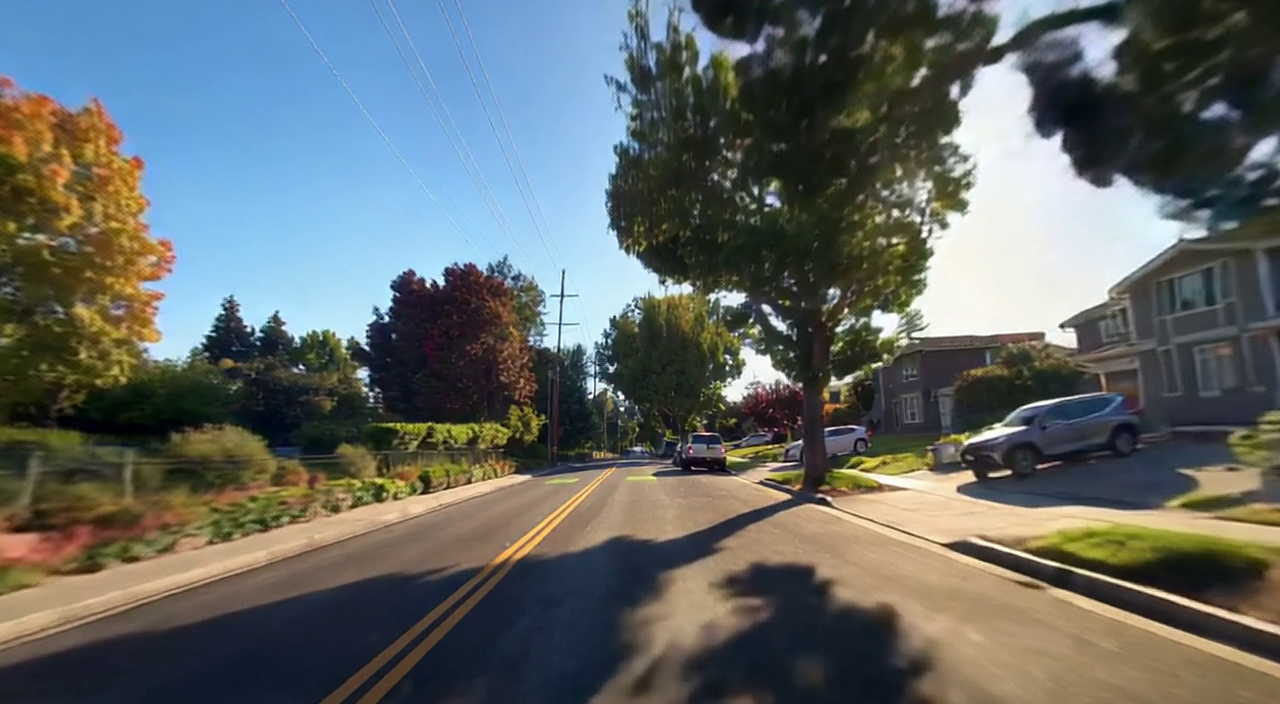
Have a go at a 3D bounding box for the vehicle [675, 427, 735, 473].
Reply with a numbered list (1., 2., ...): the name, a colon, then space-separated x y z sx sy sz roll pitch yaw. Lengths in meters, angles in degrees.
1. vehicle: 3.065 4.839 31.272 2.347 2.070 5.735 0 -9 0

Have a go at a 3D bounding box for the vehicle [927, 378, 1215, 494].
1. vehicle: 9.401 1.854 14.049 4.922 1.846 1.941 -6 -8 -5

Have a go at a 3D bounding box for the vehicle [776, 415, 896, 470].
1. vehicle: 8.522 3.981 27.830 4.418 1.648 2.017 -9 -9 -2
